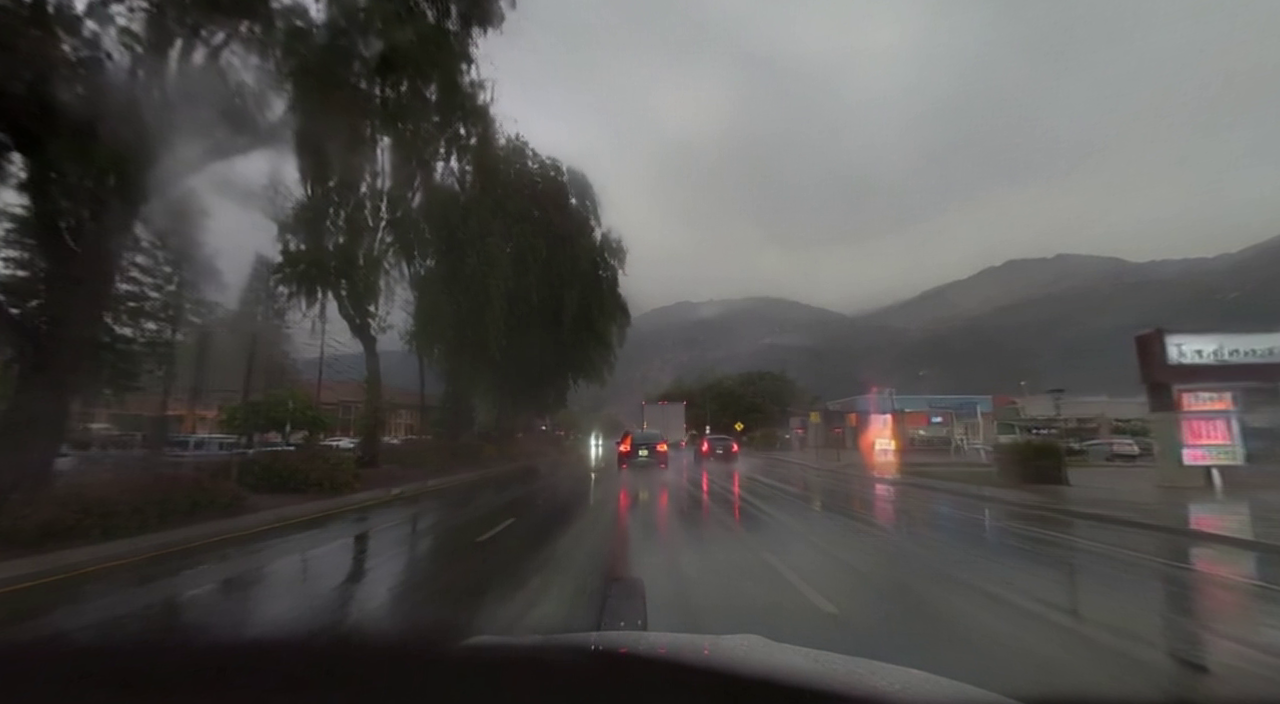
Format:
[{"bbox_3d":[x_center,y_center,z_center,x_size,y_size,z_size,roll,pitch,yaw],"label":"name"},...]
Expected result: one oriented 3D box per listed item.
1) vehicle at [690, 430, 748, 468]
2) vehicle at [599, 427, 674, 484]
[{"bbox_3d":[3.643,4.593,29.869,2.088,1.655,4.360,0,-8,-1],"label":"vehicle"},{"bbox_3d":[-0.136,3.306,20.313,2.193,1.651,3.946,0,-8,-1],"label":"vehicle"}]
